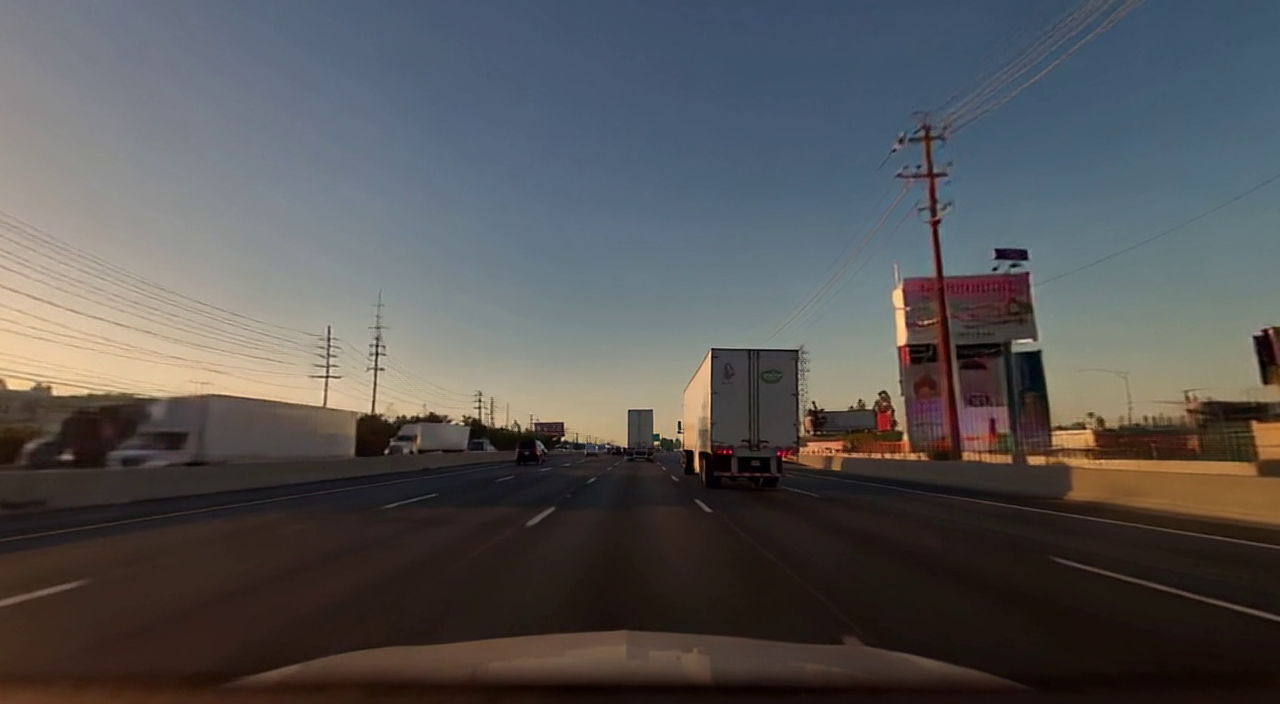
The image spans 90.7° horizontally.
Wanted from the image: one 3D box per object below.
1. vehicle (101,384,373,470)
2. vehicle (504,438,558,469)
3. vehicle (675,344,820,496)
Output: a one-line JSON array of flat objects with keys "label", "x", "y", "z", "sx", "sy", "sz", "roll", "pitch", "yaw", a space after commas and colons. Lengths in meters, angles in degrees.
[{"label": "vehicle", "x": -20.979, "y": 4.675, "z": 36.090, "sx": 2.894, "sy": 3.626, "sz": 18.648, "roll": 0, "pitch": -9, "yaw": 2}, {"label": "vehicle", "x": -7.195, "y": 6.810, "z": 42.471, "sx": 2.425, "sy": 1.917, "sz": 5.647, "roll": 0, "pitch": -9, "yaw": 2}, {"label": "vehicle", "x": 3.378, "y": 3.078, "z": 25.571, "sx": 2.892, "sy": 4.152, "sz": 16.575, "roll": 0, "pitch": -9, "yaw": 0}]
